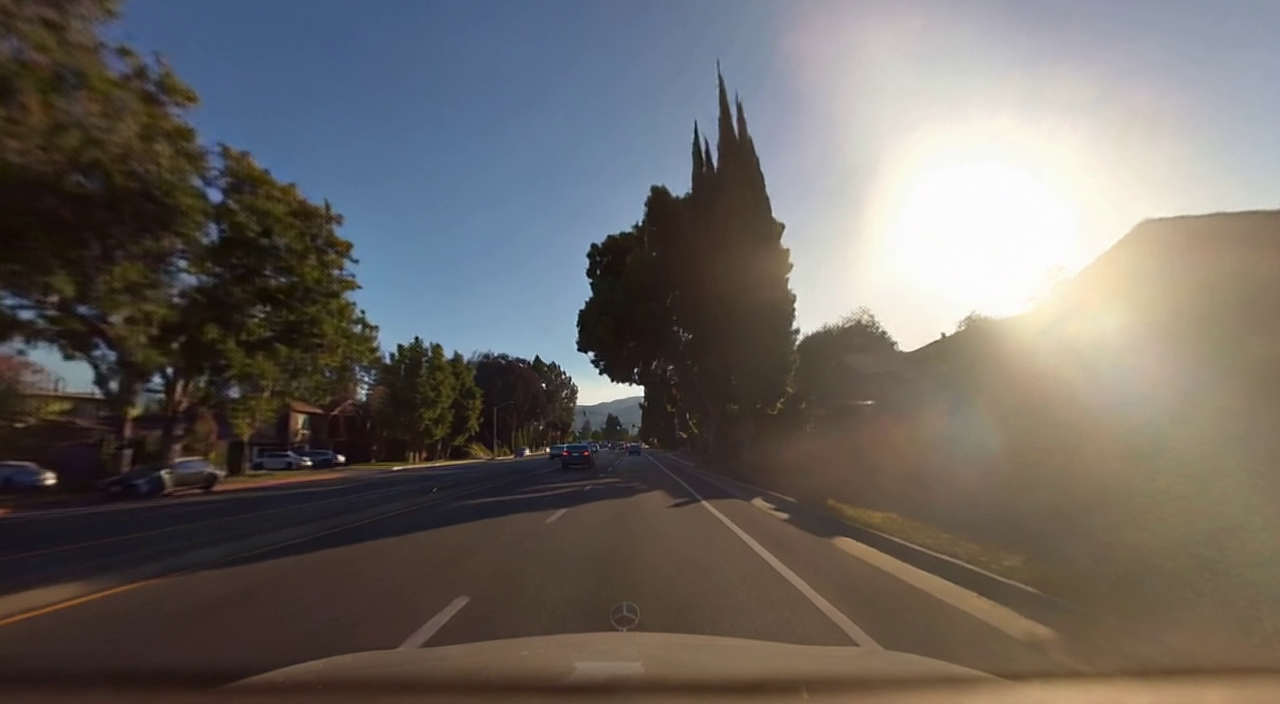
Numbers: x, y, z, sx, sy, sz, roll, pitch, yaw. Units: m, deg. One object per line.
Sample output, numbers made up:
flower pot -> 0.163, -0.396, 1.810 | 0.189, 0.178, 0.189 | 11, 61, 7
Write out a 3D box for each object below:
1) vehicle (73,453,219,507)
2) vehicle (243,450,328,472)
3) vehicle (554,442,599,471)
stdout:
vehicle -> -17.623, 4.534, 22.878 | 1.900, 1.474, 4.431 | -4, -7, -2
vehicle -> -24.991, 7.718, 44.672 | 4.743, 1.482, 2.164 | -1, -8, 4
vehicle -> -3.364, 5.638, 34.192 | 1.992, 1.447, 4.044 | 0, -8, 0
